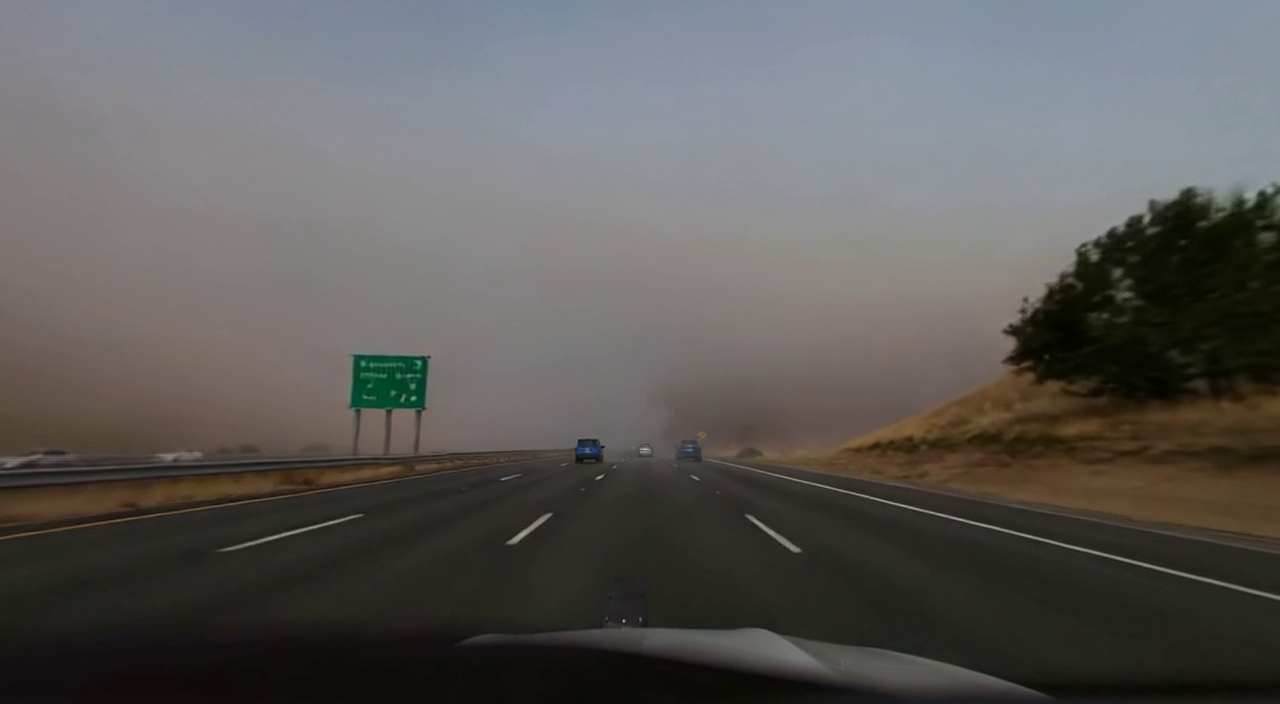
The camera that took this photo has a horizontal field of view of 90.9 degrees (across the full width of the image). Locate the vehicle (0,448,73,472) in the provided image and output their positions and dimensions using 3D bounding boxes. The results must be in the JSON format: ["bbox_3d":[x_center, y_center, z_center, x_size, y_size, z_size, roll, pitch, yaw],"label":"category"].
[{"bbox_3d":[-38.870,6.757,39.684,1.922,1.371,4.805,0,-8,0],"label":"vehicle"}]

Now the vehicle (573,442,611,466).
[{"bbox_3d":[-3.244,7.027,43.770,2.159,1.562,4.441,0,-8,1],"label":"vehicle"}]
